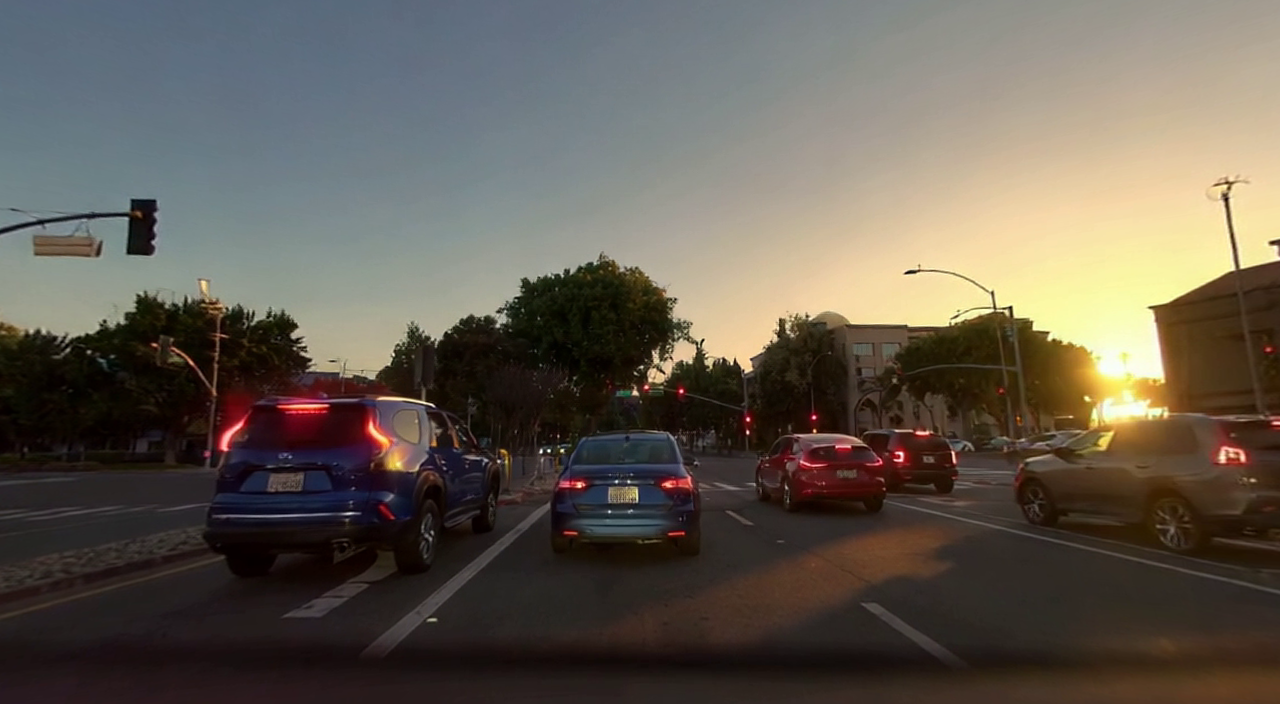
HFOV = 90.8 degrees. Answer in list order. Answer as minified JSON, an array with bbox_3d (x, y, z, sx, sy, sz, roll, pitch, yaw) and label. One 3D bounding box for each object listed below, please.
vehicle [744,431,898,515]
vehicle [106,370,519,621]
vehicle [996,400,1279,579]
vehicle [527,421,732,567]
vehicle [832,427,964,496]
[{"bbox_3d":[3.587,2.476,13.464,1.861,1.473,4.393,0,-8,-1],"label":"vehicle"},{"bbox_3d":[-2.849,1.392,7.062,2.064,1.825,4.760,0,-8,0],"label":"vehicle"},{"bbox_3d":[7.242,1.677,8.505,2.068,1.731,4.752,0,-8,0],"label":"vehicle"},{"bbox_3d":[-0.145,1.760,8.560,2.097,1.480,4.006,0,-8,-1],"label":"vehicle"},{"bbox_3d":[7.048,3.034,17.776,1.894,1.693,4.110,0,-8,-1],"label":"vehicle"}]
